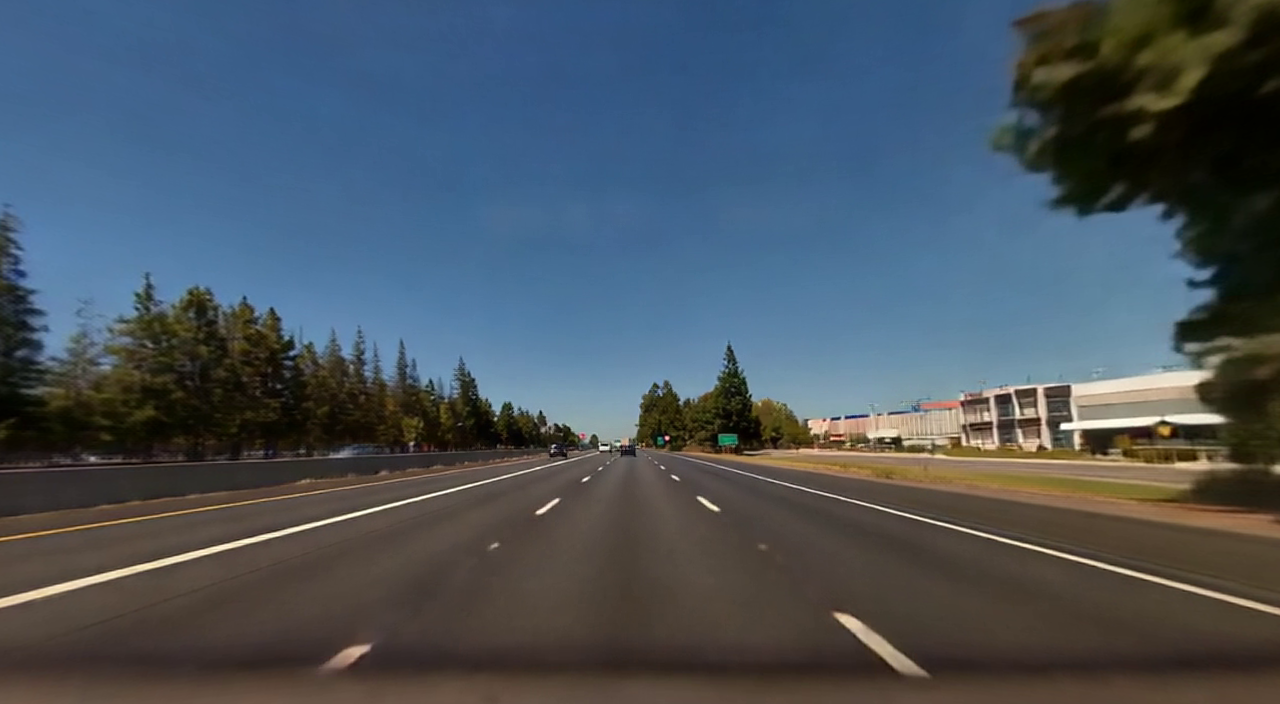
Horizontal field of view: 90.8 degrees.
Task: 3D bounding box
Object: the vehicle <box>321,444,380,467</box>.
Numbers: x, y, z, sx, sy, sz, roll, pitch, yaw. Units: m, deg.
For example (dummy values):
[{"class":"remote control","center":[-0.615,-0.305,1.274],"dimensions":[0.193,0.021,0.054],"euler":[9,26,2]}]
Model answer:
[{"class":"vehicle","center":[-22.762,8.144,49.931],"dimensions":[2.067,1.638,5.404],"euler":[0,-9,0]}]
